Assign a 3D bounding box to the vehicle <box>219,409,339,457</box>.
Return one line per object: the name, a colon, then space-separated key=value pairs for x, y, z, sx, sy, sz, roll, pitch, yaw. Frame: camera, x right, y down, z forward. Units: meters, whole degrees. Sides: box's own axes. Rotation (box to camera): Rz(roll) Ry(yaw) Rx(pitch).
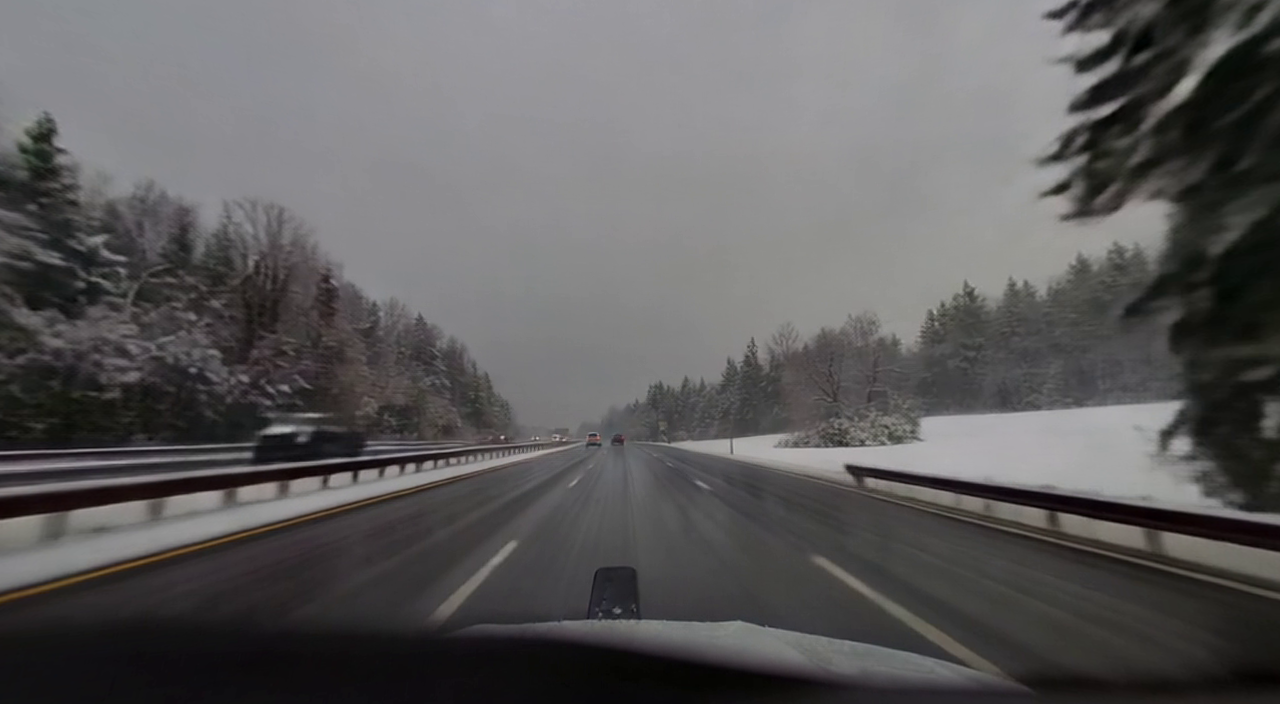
vehicle: x=-13.425 y=3.090 z=23.839 sx=1.920 sy=1.636 sz=4.632 roll=0 pitch=-8 yaw=-2
